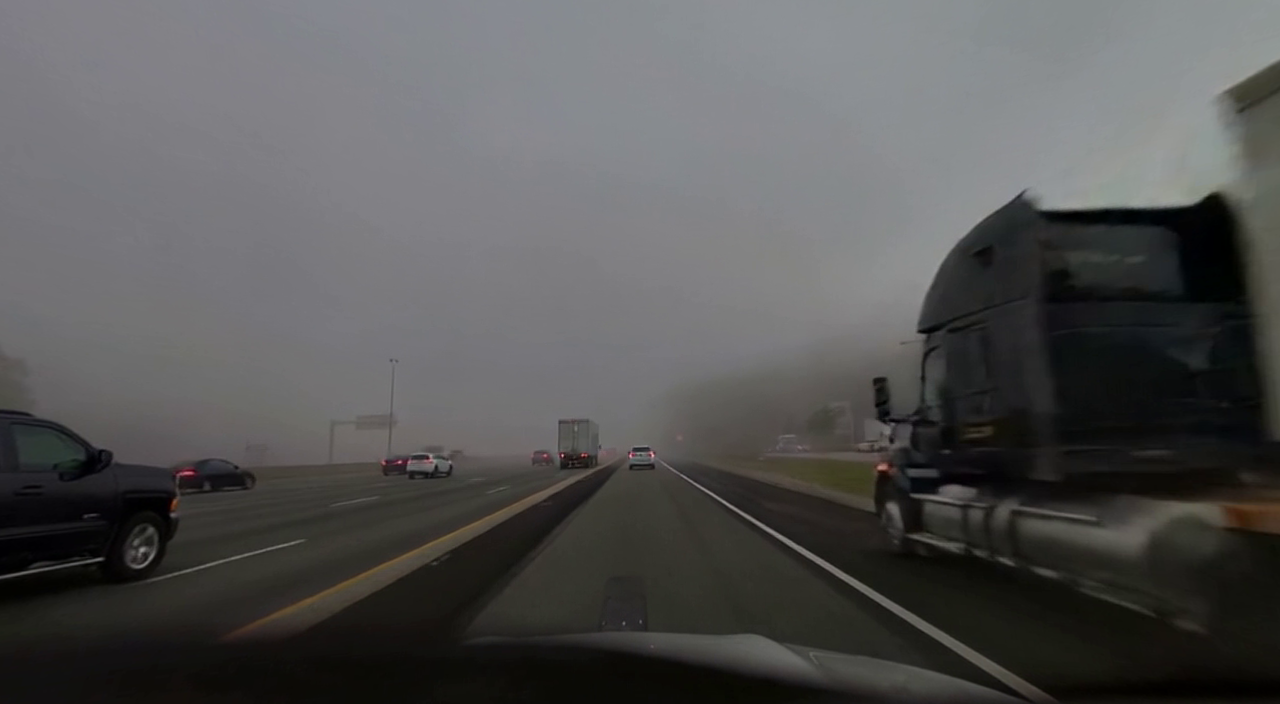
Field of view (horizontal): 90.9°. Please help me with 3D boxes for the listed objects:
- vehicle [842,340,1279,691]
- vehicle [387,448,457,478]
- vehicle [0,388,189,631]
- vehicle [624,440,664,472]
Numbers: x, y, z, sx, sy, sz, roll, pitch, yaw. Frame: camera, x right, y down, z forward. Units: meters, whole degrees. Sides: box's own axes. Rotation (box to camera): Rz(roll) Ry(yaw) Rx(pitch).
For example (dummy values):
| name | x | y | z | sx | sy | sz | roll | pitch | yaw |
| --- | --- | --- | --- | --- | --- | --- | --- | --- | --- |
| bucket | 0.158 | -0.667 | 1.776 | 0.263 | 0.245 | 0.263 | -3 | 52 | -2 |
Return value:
| name | x | y | z | sx | sy | sz | roll | pitch | yaw |
| --- | --- | --- | --- | --- | --- | --- | --- | --- | --- |
| vehicle | 4.505 | 1.392 | 6.852 | 2.574 | 2.046 | 6.219 | 0 | -8 | 0 |
| vehicle | -11.806 | 6.018 | 34.523 | 1.928 | 1.480 | 4.823 | -1 | -9 | 2 |
| vehicle | -5.908 | 1.113 | 4.262 | 2.200 | 1.793 | 4.586 | -1 | -9 | 2 |
| vehicle | 0.239 | 6.109 | 37.260 | 2.227 | 1.794 | 4.646 | 0 | -9 | 1 |
